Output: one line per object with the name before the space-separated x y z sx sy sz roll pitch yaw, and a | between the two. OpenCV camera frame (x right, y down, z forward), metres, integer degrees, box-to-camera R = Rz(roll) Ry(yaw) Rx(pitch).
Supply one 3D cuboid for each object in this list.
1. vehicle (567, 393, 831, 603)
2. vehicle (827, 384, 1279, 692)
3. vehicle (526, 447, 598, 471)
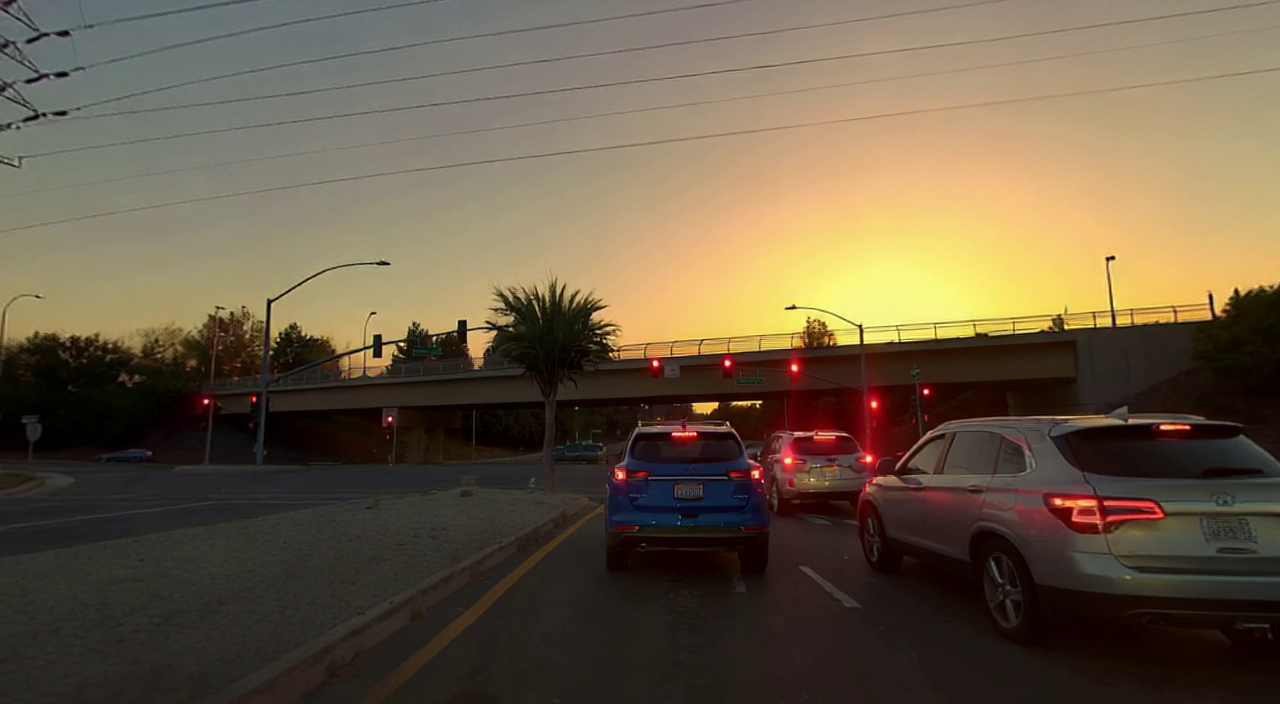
vehicle | 0.448 1.561 7.624 2.240 1.778 4.335 0 -8 -1
vehicle | 3.405 1.341 5.786 1.990 1.649 4.625 0 -8 0
vehicle | -4.992 6.777 40.191 4.411 1.466 1.998 2 -9 -11
